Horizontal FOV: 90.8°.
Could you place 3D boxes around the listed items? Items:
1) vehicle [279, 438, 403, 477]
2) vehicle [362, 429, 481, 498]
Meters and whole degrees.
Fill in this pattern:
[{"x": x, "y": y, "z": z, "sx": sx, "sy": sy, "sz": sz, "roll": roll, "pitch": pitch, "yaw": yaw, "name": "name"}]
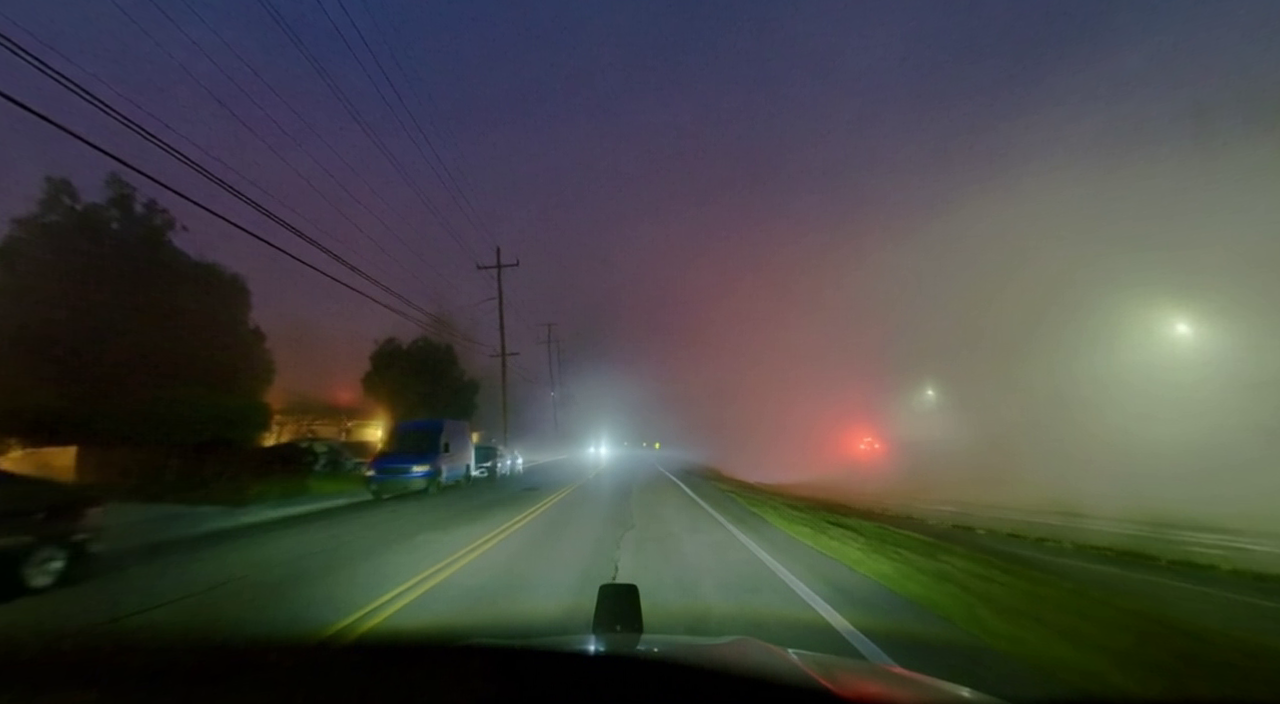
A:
[{"x": -12.707, "y": 4.517, "z": 27.126, "sx": 4.334, "sy": 1.590, "sz": 2.006, "roll": 1, "pitch": -9, "yaw": -8, "name": "vehicle"}, {"x": -7.518, "y": 3.882, "z": 22.475, "sx": 2.335, "sy": 2.136, "sz": 5.328, "roll": 0, "pitch": -9, "yaw": -1, "name": "vehicle"}]
